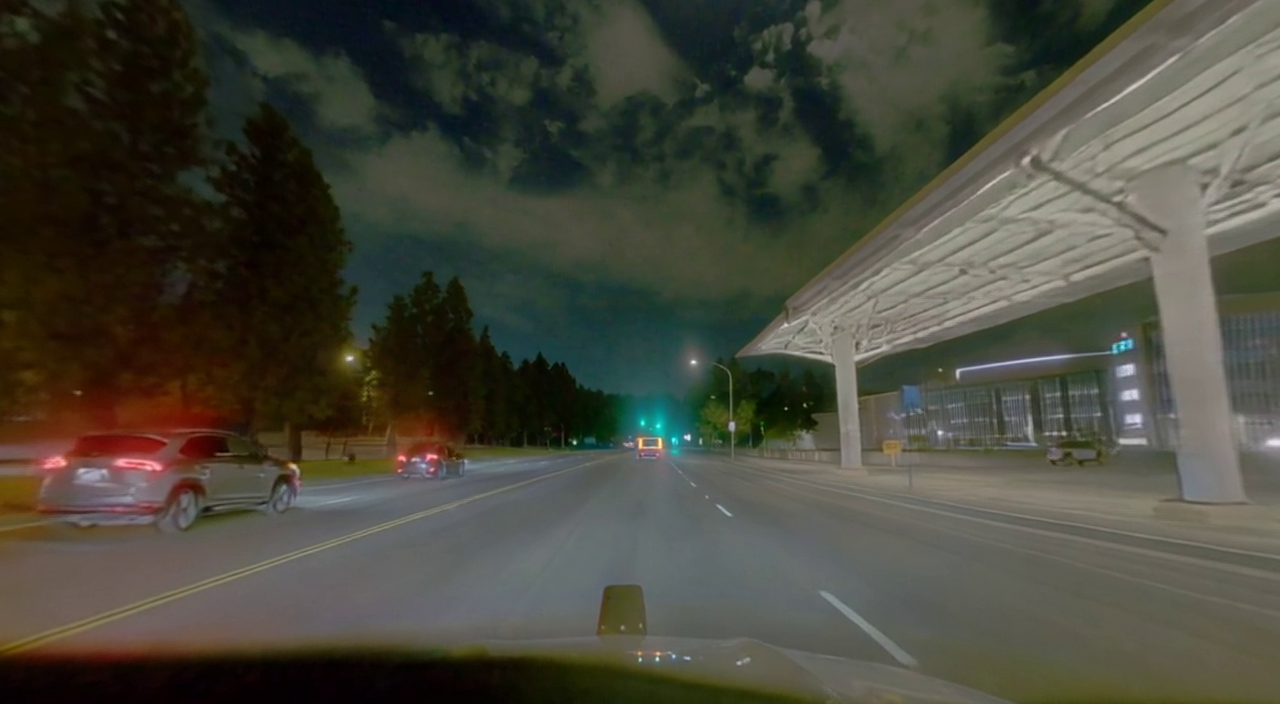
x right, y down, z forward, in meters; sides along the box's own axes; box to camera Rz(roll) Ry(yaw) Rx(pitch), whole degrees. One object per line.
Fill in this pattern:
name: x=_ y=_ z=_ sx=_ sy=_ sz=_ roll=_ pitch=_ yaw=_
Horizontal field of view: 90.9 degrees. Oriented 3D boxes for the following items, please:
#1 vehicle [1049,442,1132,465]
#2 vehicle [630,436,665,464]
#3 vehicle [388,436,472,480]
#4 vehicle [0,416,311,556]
vehicle: x=31.779 y=7.146 z=44.684 sx=1.966 sy=1.494 sz=4.685 roll=1 pitch=-8 yaw=-8
vehicle: x=0.560 y=6.895 z=44.495 sx=2.345 sy=1.803 sz=4.261 roll=0 pitch=-8 yaw=2
vehicle: x=-9.223 y=4.674 z=28.191 sx=2.097 sy=1.782 sz=4.682 roll=0 pitch=-8 yaw=1
vehicle: x=-7.742 y=2.022 z=10.261 sx=2.181 sy=1.728 sz=4.515 roll=0 pitch=-8 yaw=2
